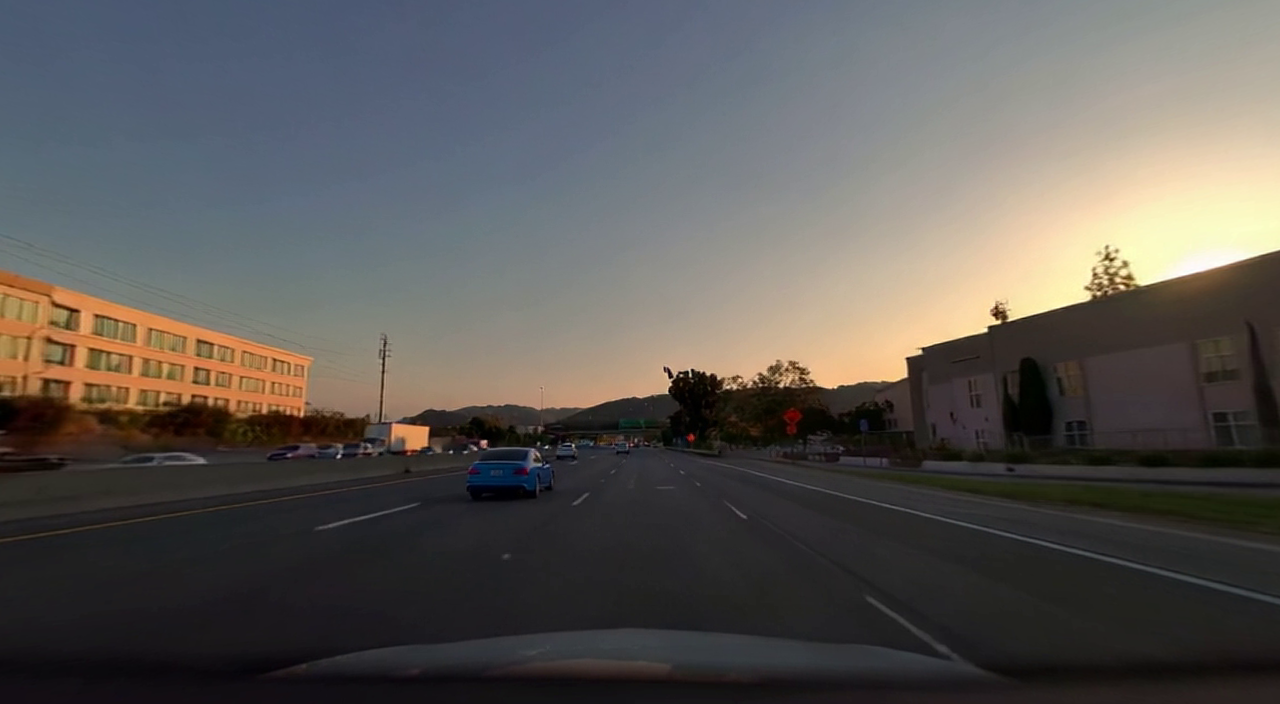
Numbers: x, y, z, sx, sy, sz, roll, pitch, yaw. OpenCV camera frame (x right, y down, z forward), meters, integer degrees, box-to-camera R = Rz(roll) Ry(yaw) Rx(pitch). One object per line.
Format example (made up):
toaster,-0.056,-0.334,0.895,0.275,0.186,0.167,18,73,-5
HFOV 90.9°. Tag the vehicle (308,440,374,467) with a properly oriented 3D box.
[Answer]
vehicle,-20.232,6.886,42.920,2.045,1.748,4.757,0,-9,1

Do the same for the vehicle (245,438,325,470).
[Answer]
vehicle,-23.915,6.913,42.775,2.198,2.010,5.484,0,-9,1

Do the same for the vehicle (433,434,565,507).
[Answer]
vehicle,-3.371,2.960,16.280,2.144,1.565,4.951,0,-9,1

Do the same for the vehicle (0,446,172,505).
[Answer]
vehicle,-16.802,3.550,18.672,1.980,1.500,4.894,0,-9,2
